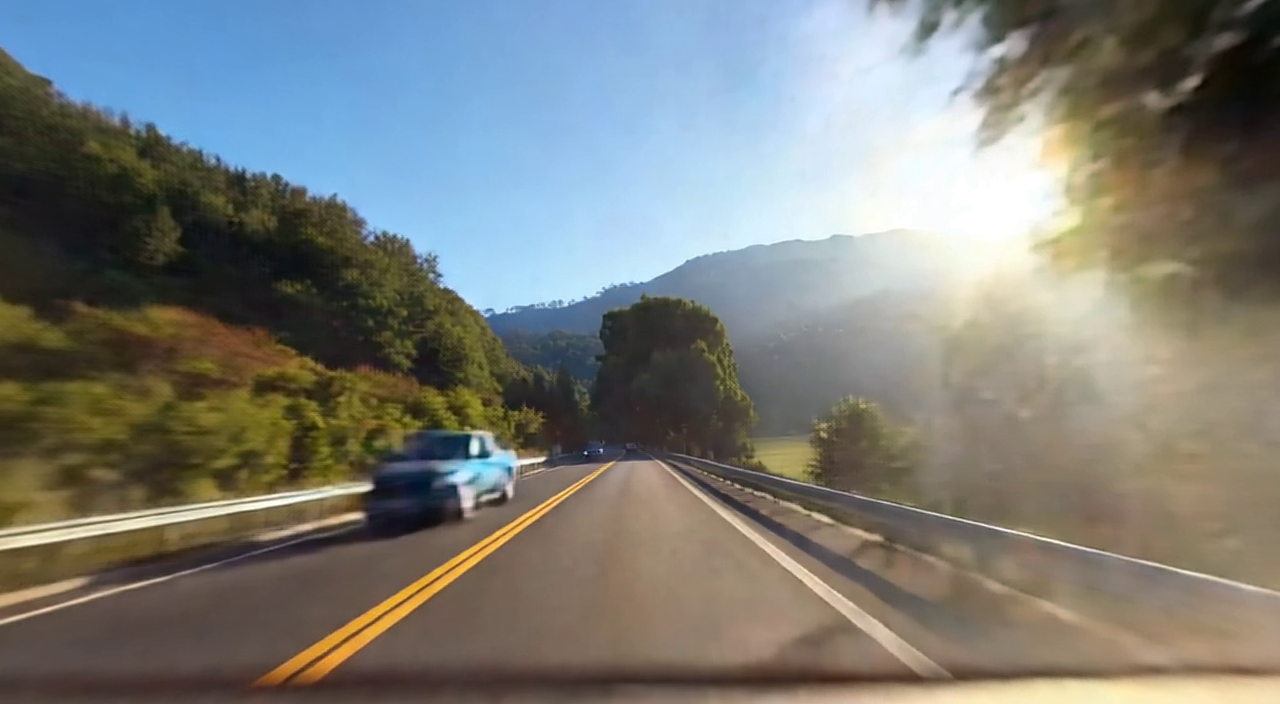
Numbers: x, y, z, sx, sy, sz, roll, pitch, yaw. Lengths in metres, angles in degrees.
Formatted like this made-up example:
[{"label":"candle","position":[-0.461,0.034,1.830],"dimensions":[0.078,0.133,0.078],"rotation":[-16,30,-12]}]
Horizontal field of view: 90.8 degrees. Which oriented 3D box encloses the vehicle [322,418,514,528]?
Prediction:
[{"label":"vehicle","position":[-4.188,2.374,12.953],"dimensions":[2.309,1.826,4.542],"rotation":[0,-8,0]}]
